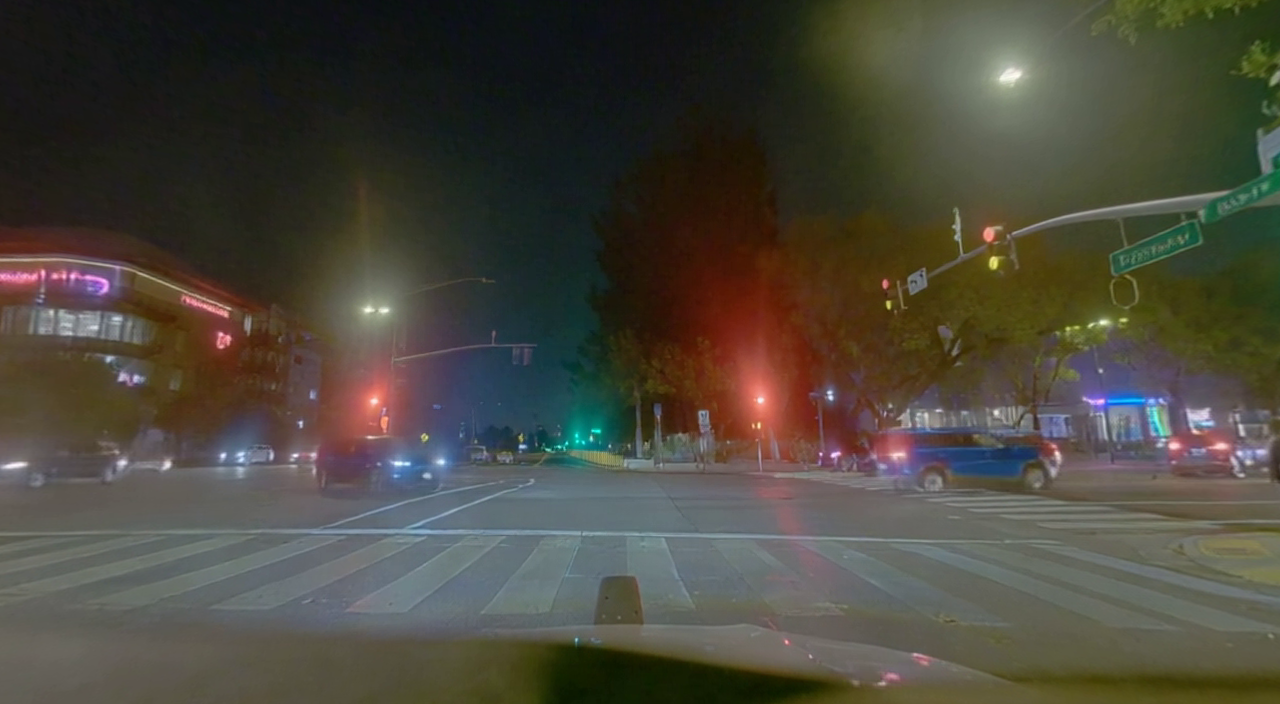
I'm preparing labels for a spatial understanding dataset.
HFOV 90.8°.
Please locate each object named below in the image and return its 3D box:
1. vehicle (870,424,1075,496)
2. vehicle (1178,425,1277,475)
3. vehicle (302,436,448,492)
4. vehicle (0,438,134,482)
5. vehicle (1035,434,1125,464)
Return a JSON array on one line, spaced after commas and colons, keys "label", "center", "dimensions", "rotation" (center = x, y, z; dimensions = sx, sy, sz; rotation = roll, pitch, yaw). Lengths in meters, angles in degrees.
[{"label": "vehicle", "center": [9.016, 2.928, 17.374], "dimensions": [4.509, 1.821, 2.066], "rotation": [1, -9, -9]}, {"label": "vehicle", "center": [23.723, 3.984, 25.786], "dimensions": [2.457, 1.777, 6.196], "rotation": [-7, -11, 39]}, {"label": "vehicle", "center": [-8.248, 3.403, 19.585], "dimensions": [4.312, 1.540, 2.007], "rotation": [-6, -10, 33]}, {"label": "vehicle", "center": [-23.558, 4.372, 25.831], "dimensions": [1.951, 1.609, 4.693], "rotation": [0, -8, -2]}, {"label": "vehicle", "center": [27.753, 6.149, 40.085], "dimensions": [2.156, 1.719, 4.780], "rotation": [0, -8, -2]}]
